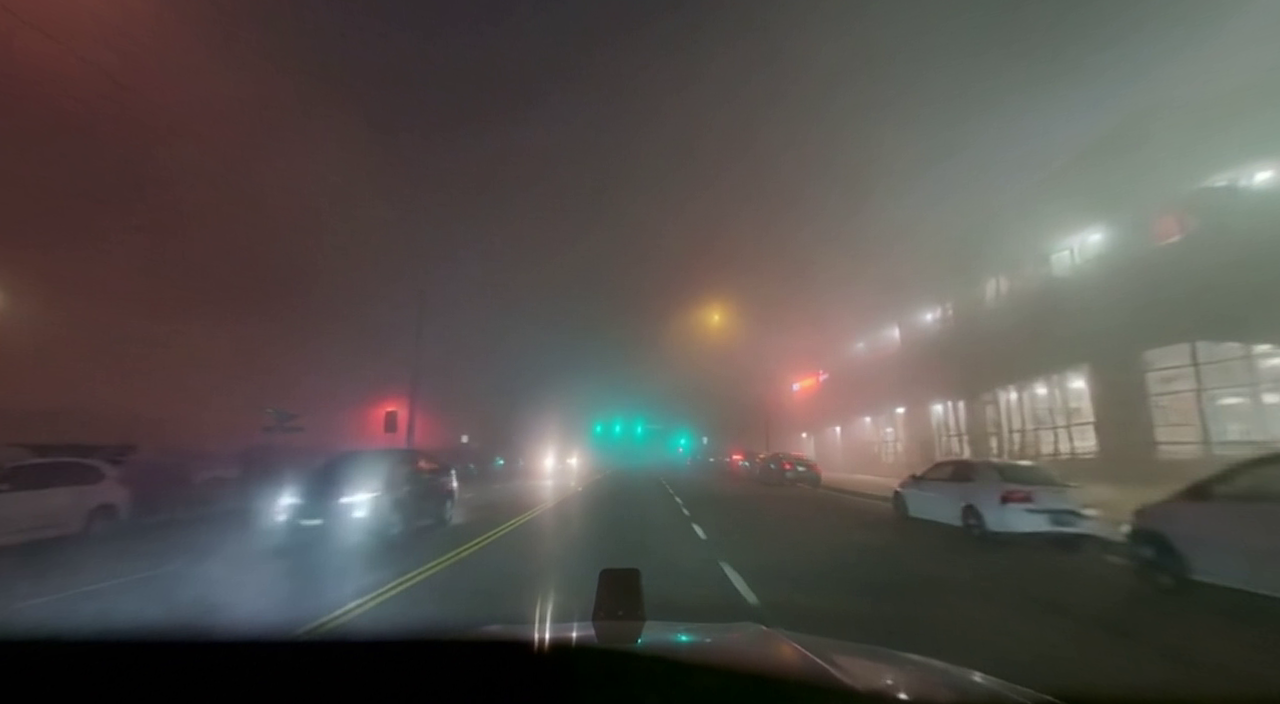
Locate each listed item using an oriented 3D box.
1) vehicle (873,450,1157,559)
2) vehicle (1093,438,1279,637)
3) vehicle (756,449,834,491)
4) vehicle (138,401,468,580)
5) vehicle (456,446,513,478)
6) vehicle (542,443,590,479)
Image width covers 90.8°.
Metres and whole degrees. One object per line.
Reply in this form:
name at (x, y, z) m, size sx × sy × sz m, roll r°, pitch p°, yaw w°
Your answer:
vehicle at (5.999, 2.447, 11.026) m, size 1.976 × 1.432 × 4.812 m, roll 0°, pitch -9°, yaw 0°
vehicle at (5.832, 1.387, 4.556) m, size 1.795 × 1.524 × 4.658 m, roll 0°, pitch -9°, yaw 2°
vehicle at (6.067, 4.633, 25.310) m, size 1.837 × 1.482 × 4.706 m, roll 0°, pitch -9°, yaw -1°
vehicle at (-4.087, 1.830, 8.814) m, size 2.048 × 1.761 × 4.517 m, roll -2°, pitch -10°, yaw 1°
vehicle at (-10.168, 7.211, 41.824) m, size 2.137 × 1.982 × 5.794 m, roll 0°, pitch -9°, yaw 1°
vehicle at (-3.728, 5.569, 32.485) m, size 1.980 × 1.718 × 4.120 m, roll 0°, pitch -9°, yaw 0°
